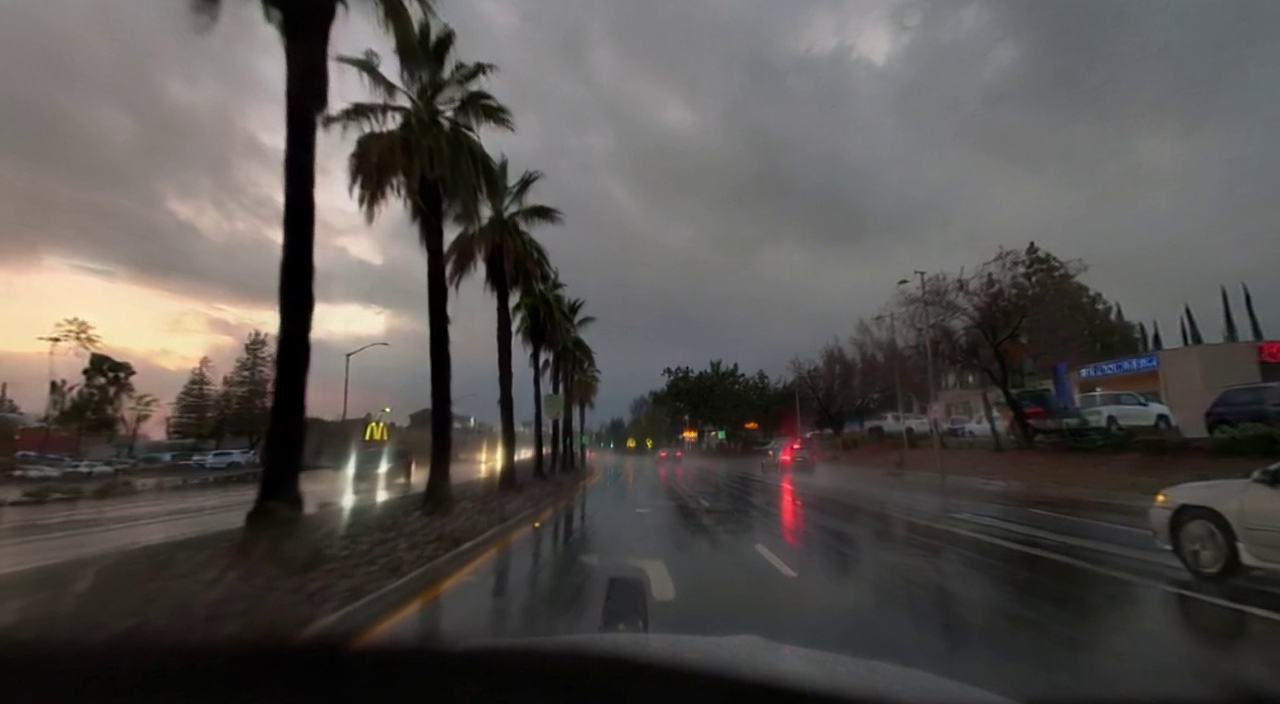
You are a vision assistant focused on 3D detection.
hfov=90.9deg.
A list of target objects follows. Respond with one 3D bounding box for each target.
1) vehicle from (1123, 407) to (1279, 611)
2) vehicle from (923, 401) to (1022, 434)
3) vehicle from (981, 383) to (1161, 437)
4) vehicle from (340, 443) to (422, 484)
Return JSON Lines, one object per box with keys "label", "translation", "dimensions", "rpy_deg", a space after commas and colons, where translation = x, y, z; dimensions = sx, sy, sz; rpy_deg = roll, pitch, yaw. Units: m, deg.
{"label": "vehicle", "translation": [6.422, 1.230, 4.743], "dimensions": [2.124, 1.687, 4.266], "rpy_deg": [0, -8, -1]}
{"label": "vehicle", "translation": [18.057, 3.561, 34.414], "dimensions": [4.237, 1.573, 2.011], "rpy_deg": [-2, -6, -1]}
{"label": "vehicle", "translation": [18.051, 2.491, 26.671], "dimensions": [5.817, 1.906, 2.230], "rpy_deg": [-2, -12, 0]}
{"label": "vehicle", "translation": [-13.186, 5.683, 32.513], "dimensions": [2.210, 1.889, 4.934], "rpy_deg": [0, -8, -2]}
